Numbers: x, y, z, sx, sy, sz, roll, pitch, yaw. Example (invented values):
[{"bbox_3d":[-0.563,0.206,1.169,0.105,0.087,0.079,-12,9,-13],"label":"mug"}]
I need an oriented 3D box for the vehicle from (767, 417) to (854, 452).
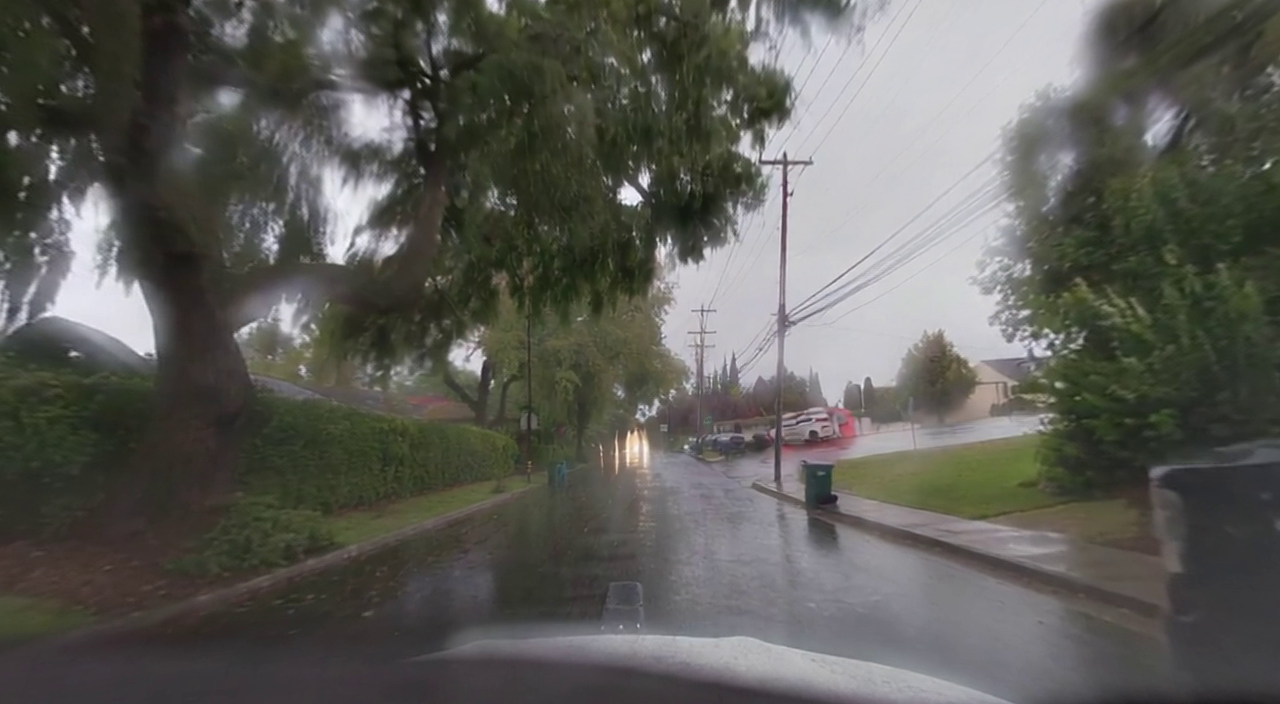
[{"bbox_3d":[10.303,5.042,38.299,4.780,1.984,1.896,4,-9,-19],"label":"vehicle"}]
